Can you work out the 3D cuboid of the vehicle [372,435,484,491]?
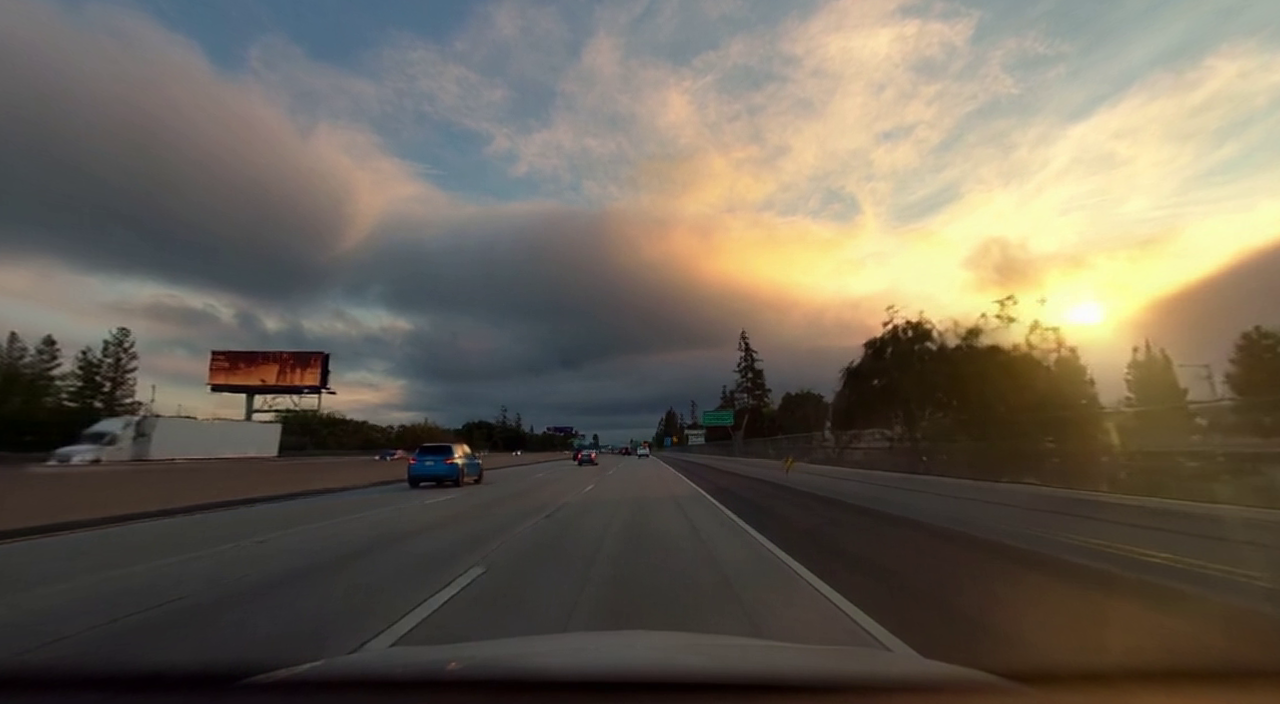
[{"bbox_3d":[-7.036,3.731,21.527,2.055,1.683,4.804,0,-9,1],"label":"vehicle"}]

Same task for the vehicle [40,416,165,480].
[{"bbox_3d":[-36.266,6.531,42.835,2.964,4.002,5.934,0,-9,0],"label":"vehicle"}]
